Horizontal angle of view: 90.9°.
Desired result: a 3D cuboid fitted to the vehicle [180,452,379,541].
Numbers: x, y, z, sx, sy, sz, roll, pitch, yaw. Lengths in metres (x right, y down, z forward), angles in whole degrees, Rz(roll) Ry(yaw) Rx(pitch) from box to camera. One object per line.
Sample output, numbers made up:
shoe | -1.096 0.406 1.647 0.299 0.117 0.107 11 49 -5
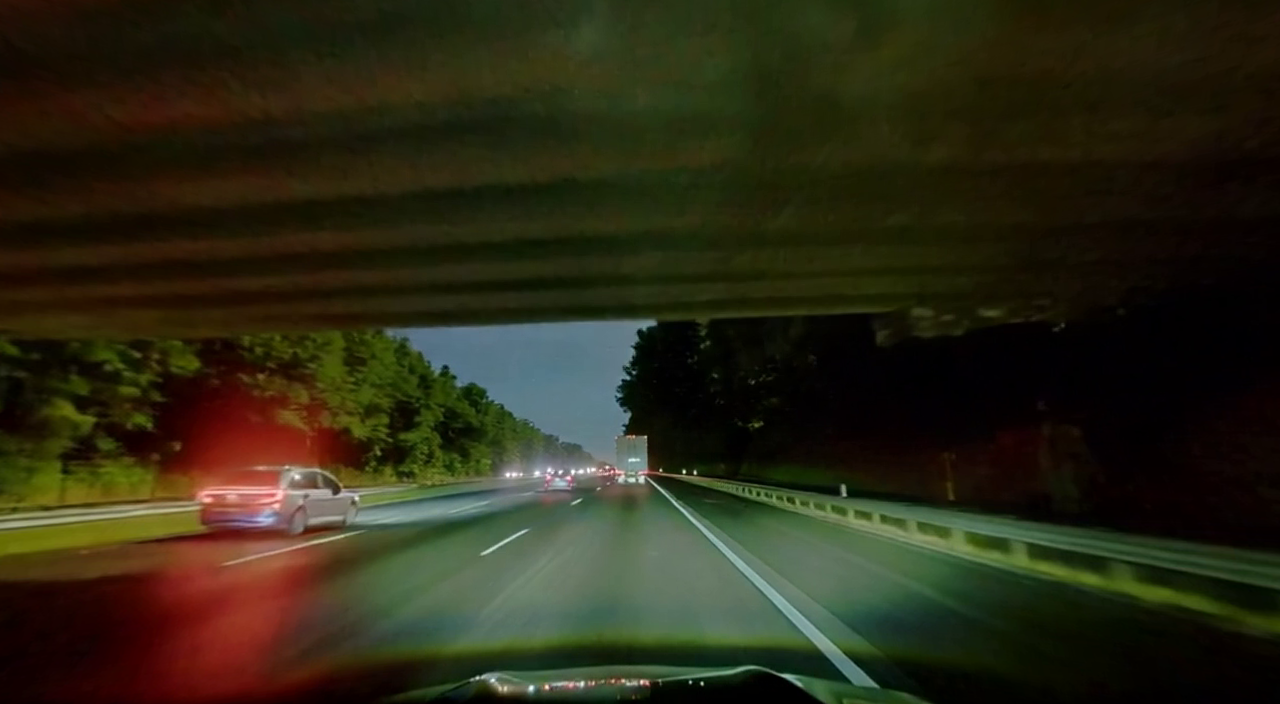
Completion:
vehicle | -7.574 3.077 13.829 1.899 1.615 4.097 1 -10 0

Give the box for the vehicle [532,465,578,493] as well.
vehicle | -4.862 7.336 36.578 1.950 1.460 4.812 1 -10 0
